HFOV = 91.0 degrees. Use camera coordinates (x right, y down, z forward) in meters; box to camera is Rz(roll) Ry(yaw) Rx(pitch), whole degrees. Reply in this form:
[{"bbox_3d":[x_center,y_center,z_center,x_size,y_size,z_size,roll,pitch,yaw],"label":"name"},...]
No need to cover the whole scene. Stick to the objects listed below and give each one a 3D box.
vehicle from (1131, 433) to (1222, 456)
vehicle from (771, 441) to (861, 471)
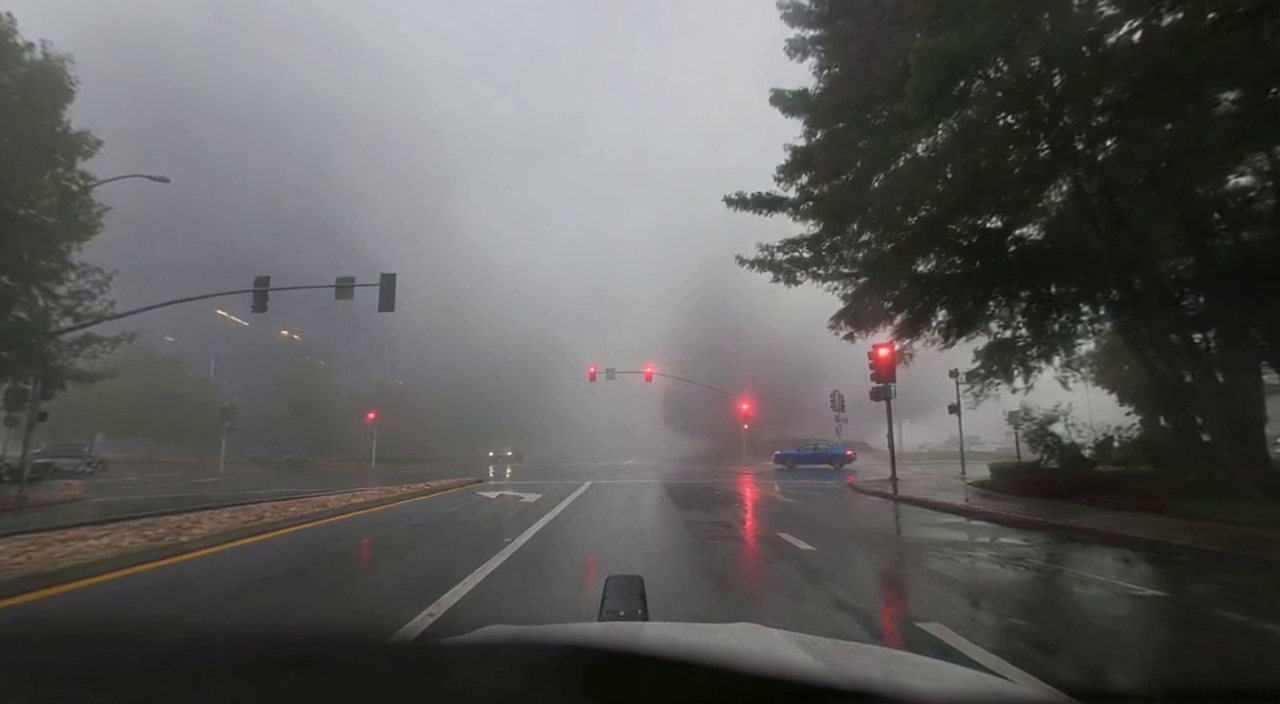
[{"bbox_3d":[40.798,7.061,47.954,4.625,1.741,2.395,0,-9,3],"label":"vehicle"},{"bbox_3d":[9.520,5.639,34.252,4.218,1.572,2.065,1,-9,-3],"label":"vehicle"}]
